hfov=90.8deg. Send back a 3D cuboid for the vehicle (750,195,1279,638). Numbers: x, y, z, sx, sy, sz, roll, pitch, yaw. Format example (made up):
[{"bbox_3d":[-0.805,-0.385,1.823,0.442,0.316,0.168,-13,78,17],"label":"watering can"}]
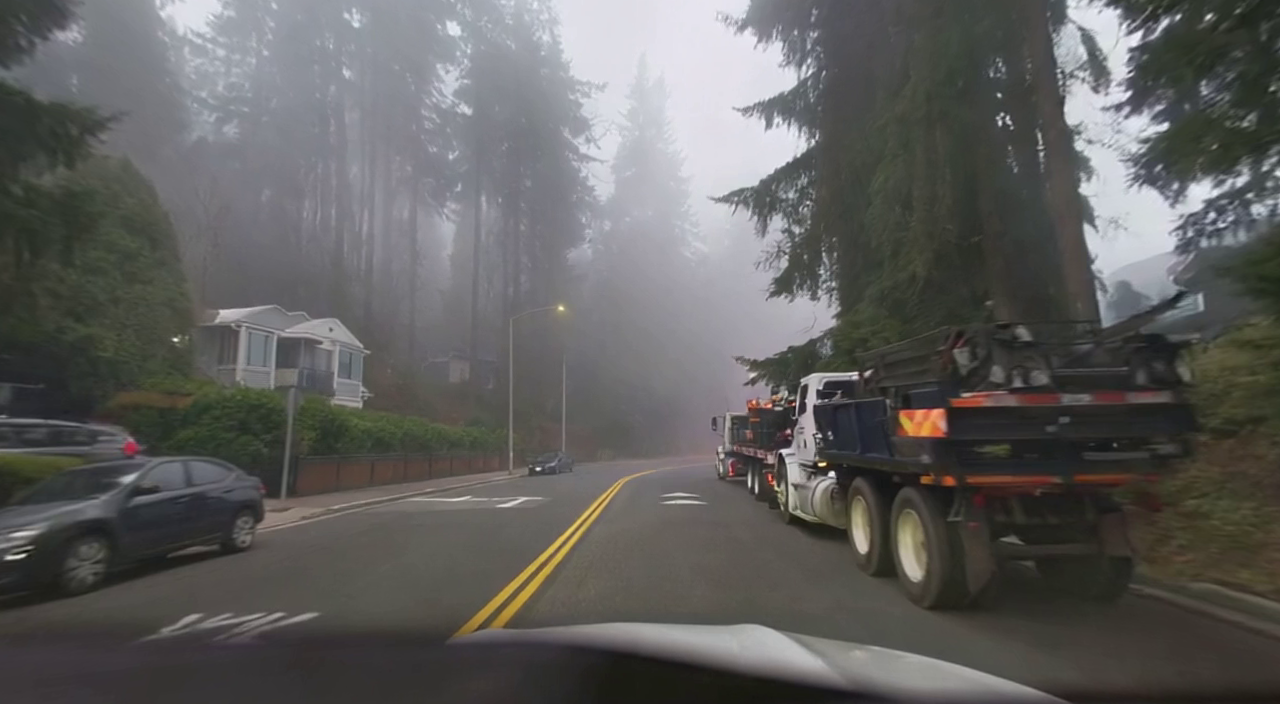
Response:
[{"bbox_3d":[3.889,0.997,9.096,3.107,3.379,8.460,-1,-8,1],"label":"vehicle"}]

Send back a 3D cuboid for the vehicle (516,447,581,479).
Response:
[{"bbox_3d":[-4.480,5.502,31.584,1.930,1.487,4.213,-2,-9,11],"label":"vehicle"}]

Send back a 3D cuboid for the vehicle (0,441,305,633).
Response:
[{"bbox_3d":[-6.083,1.839,7.413,1.820,1.528,4.425,1,-9,0],"label":"vehicle"}]
